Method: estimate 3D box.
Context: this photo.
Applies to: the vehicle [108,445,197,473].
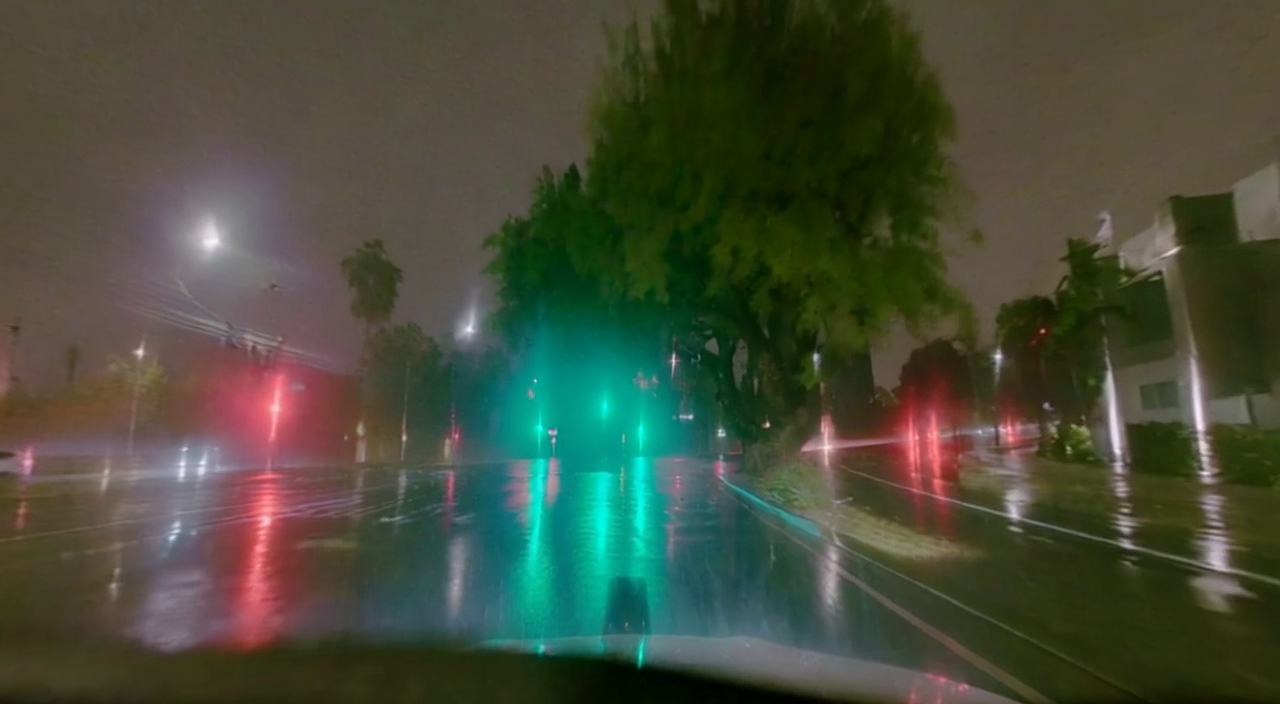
[{"bbox_3d":[-33.365,7.321,43.357,1.913,1.779,4.959,-1,-9,4],"label":"vehicle"}]
